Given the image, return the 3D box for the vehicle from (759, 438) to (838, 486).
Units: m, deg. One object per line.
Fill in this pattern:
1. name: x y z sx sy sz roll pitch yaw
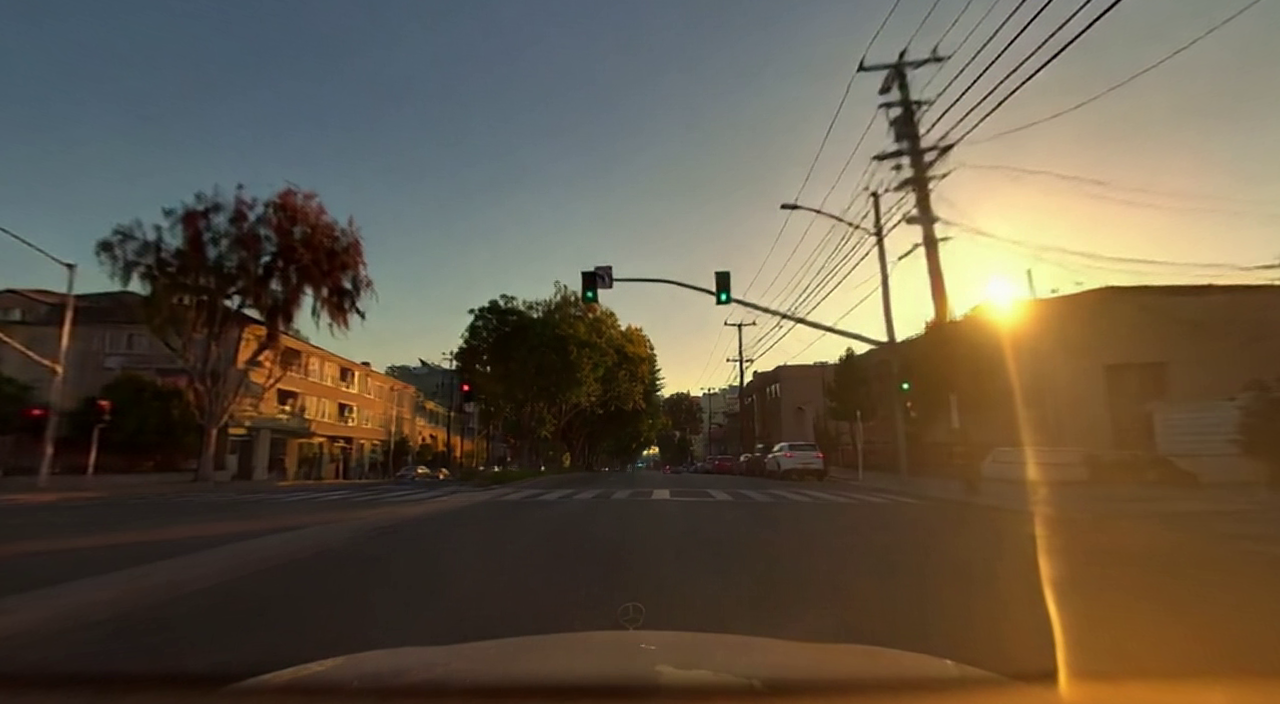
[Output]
1. vehicle: 6.913 4.854 28.118 2.148 1.904 4.910 0 -9 -1
